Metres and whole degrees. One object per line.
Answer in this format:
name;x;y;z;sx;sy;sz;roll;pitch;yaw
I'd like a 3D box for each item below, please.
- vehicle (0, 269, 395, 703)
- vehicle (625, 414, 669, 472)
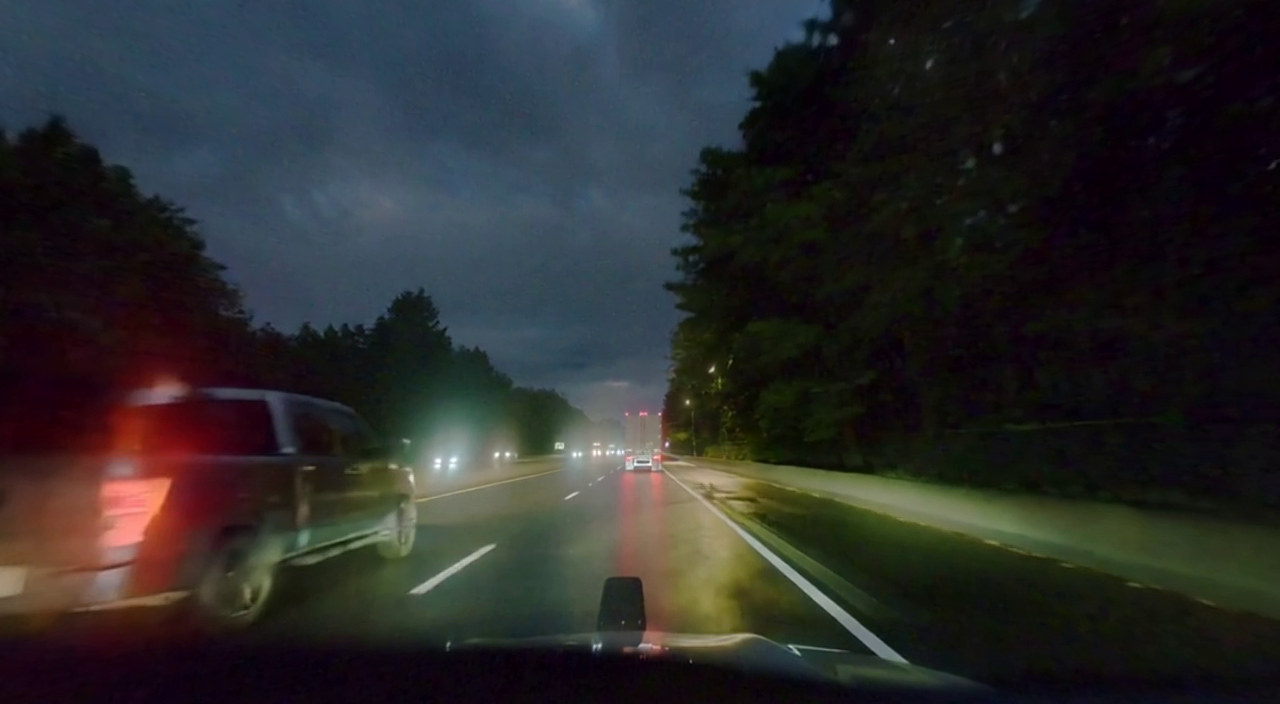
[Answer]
vehicle;-4.000;0.955;4.377;2.283;2.156;5.546;0;-9;1
vehicle;0.535;7.026;48.399;3.024;3.965;10.399;0;-9;1
